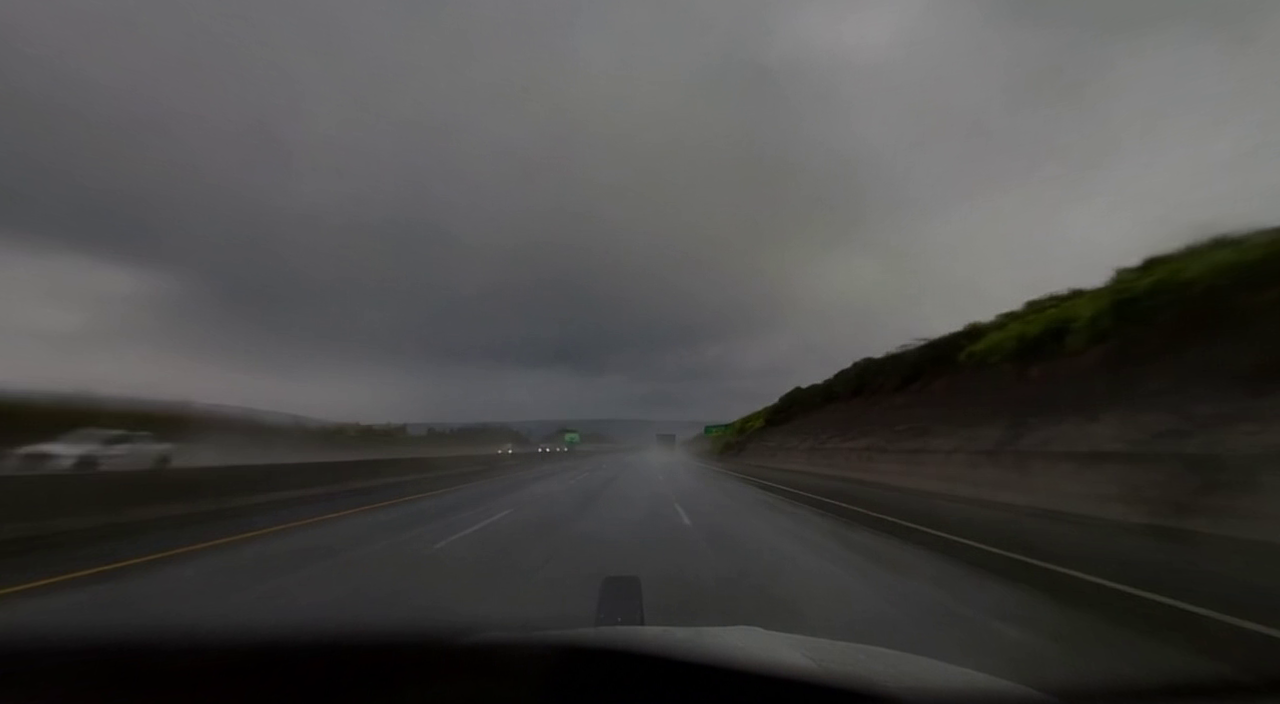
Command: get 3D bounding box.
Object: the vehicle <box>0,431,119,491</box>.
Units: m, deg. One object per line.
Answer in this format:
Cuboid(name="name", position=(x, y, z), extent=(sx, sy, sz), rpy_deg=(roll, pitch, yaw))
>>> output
Cuboid(name="vehicle", position=(-19.363, 3.409, 19.810), extent=(2.050, 1.689, 4.458), rpy_deg=(0, -9, -1))
